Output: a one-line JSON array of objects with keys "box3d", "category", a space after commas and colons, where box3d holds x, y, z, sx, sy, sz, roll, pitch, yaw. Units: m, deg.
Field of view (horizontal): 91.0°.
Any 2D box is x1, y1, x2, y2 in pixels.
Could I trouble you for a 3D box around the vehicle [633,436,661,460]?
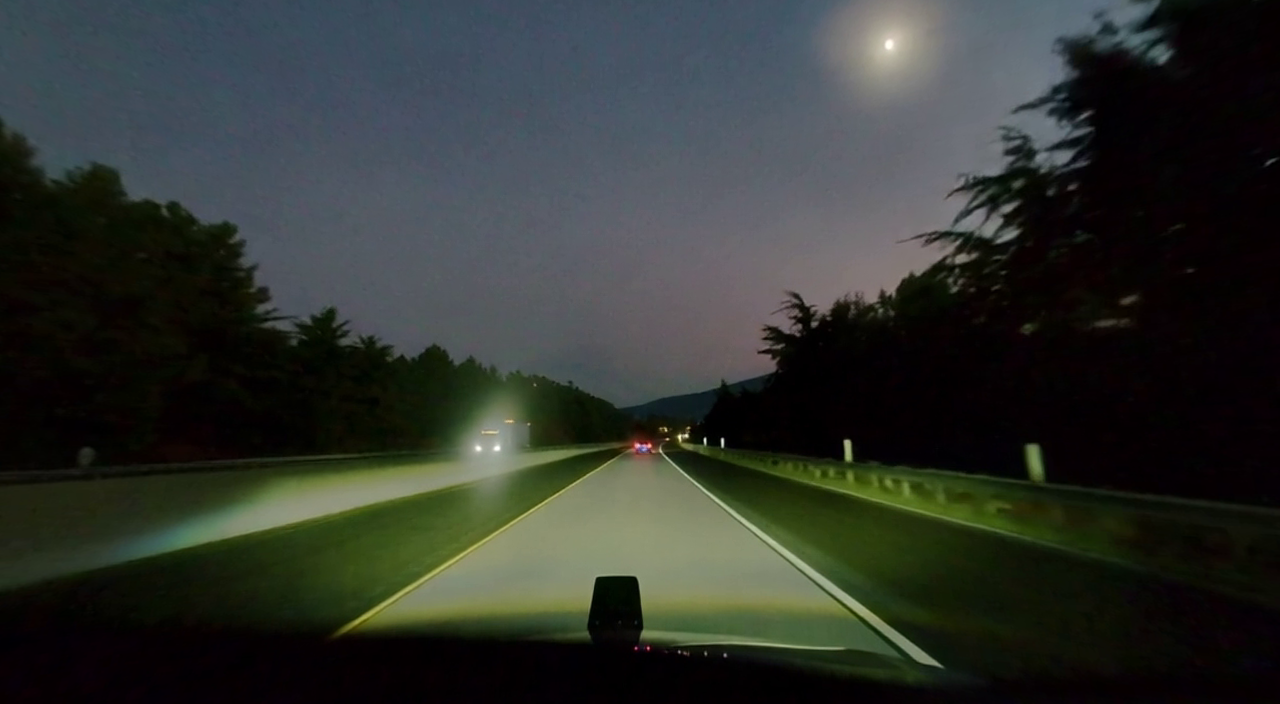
[{"box3d": [0.499, 7.211, 47.379, 2.058, 1.649, 3.942, 0, -8, 0], "category": "vehicle"}]
